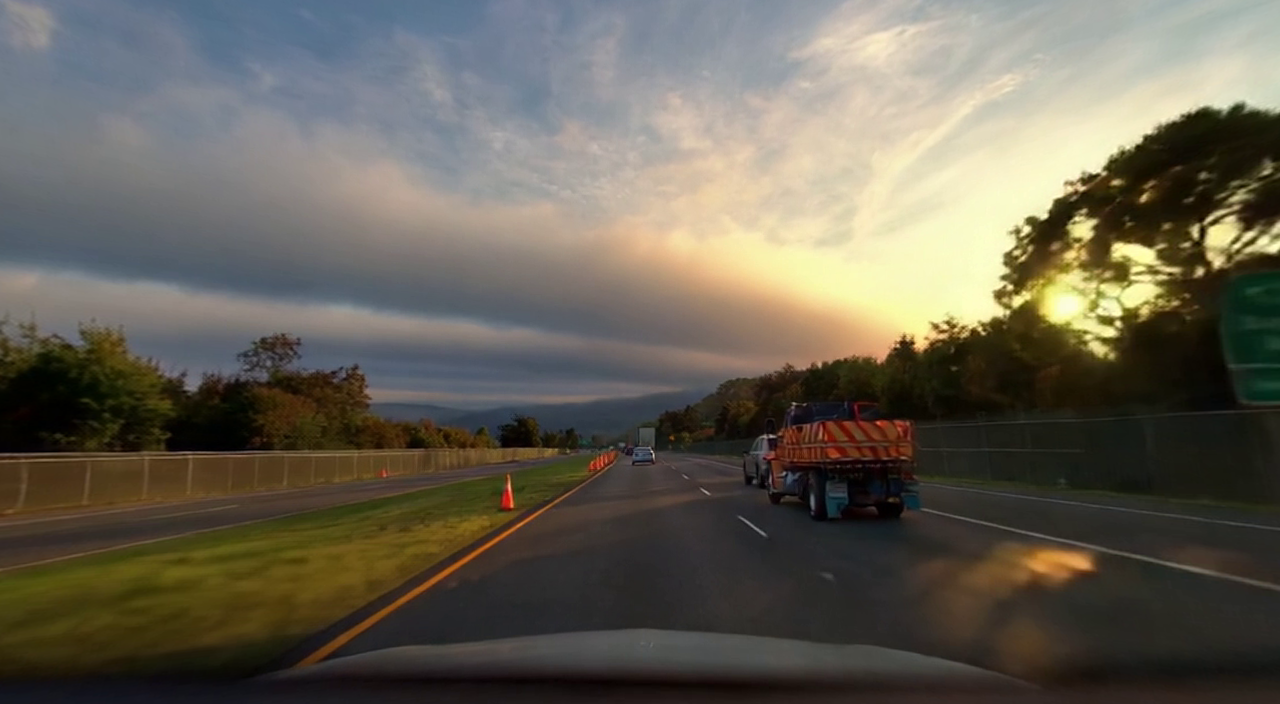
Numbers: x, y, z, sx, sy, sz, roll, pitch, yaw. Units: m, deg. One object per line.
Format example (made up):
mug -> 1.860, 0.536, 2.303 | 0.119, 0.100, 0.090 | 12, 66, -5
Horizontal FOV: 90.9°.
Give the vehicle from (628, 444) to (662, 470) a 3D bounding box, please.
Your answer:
vehicle -> 0.300, 6.655, 40.105 | 2.065, 1.573, 3.734 | 0, -9, -1
